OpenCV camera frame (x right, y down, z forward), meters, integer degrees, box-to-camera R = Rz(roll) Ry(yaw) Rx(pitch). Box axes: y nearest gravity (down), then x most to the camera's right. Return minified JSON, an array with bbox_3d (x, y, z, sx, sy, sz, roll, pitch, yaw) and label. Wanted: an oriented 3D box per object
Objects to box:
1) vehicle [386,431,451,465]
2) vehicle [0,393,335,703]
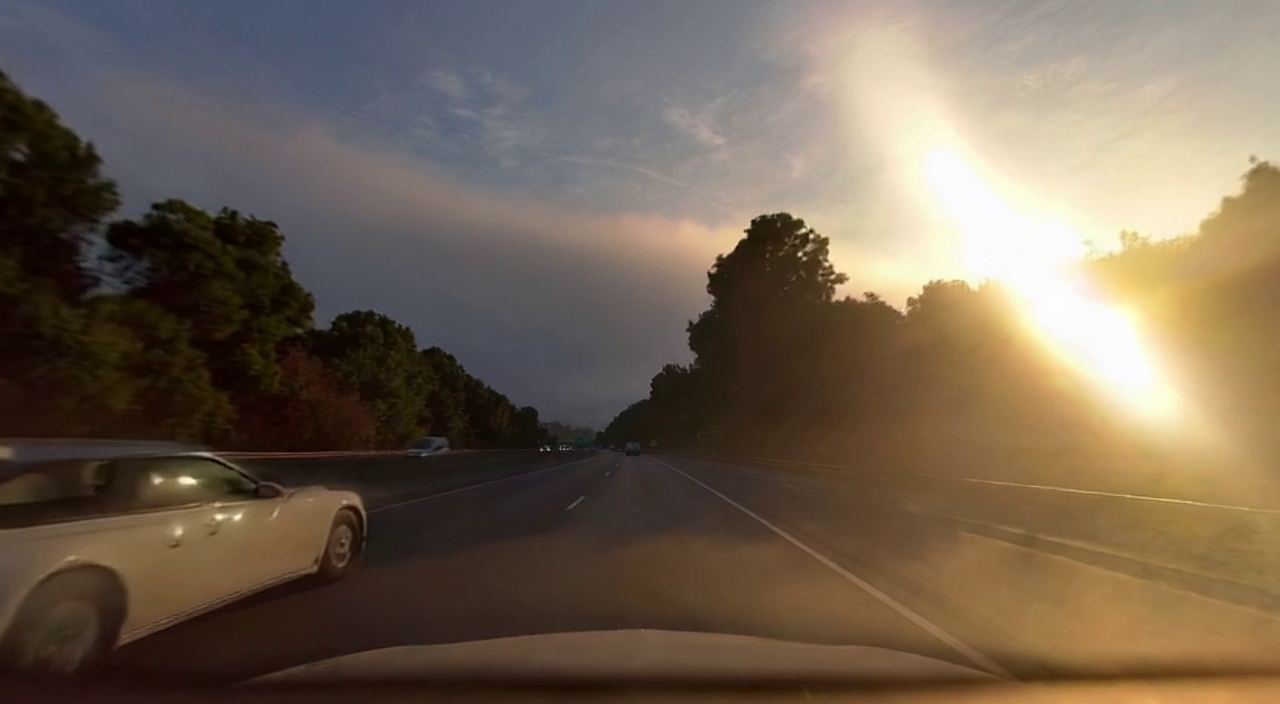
[{"bbox_3d":[-12.584,5.494,36.175,2.006,1.802,4.720,0,-9,0],"label":"vehicle"},{"bbox_3d":[-3.439,0.981,2.753,1.977,1.520,4.361,0,-9,1],"label":"vehicle"}]
